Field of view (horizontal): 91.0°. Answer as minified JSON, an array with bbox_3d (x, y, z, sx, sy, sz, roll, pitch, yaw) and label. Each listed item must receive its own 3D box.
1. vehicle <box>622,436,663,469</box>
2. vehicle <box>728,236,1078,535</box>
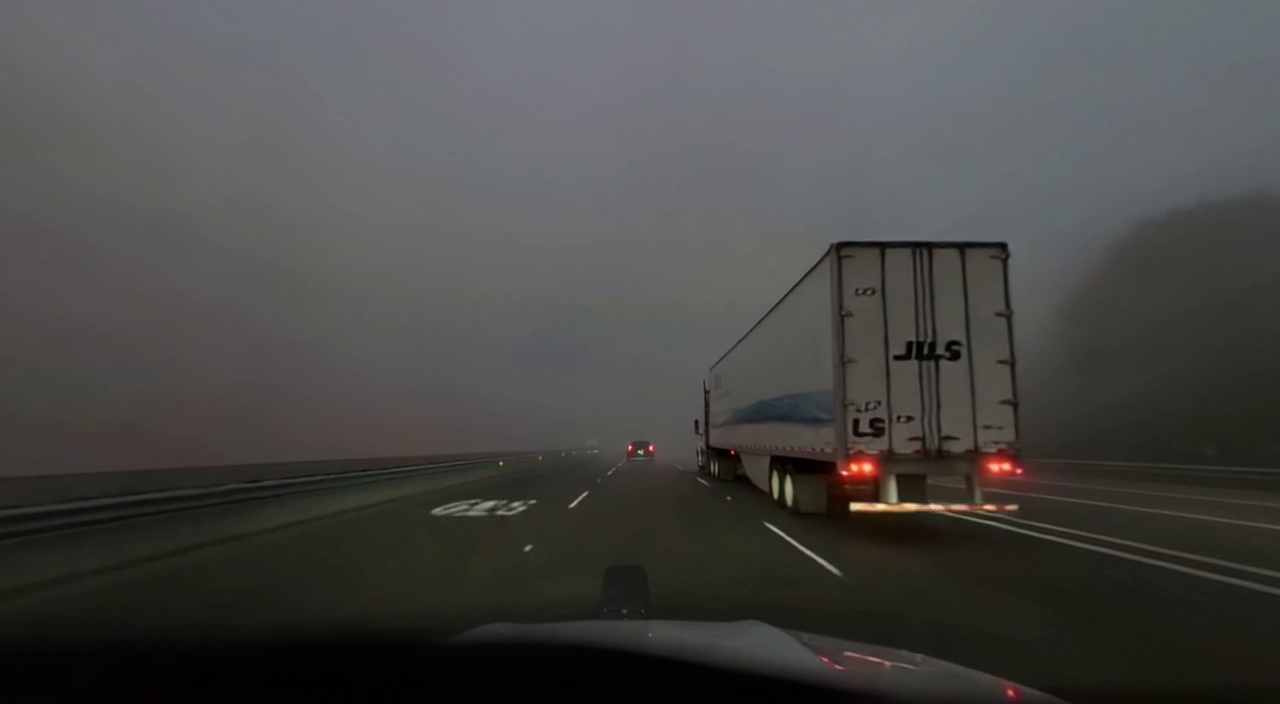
[{"bbox_3d":[0.142,5.328,33.621,2.050,1.654,4.192,0,-8,0],"label":"vehicle"},{"bbox_3d":[4.219,1.133,13.675,3.014,4.068,10.359,0,-8,0],"label":"vehicle"}]
